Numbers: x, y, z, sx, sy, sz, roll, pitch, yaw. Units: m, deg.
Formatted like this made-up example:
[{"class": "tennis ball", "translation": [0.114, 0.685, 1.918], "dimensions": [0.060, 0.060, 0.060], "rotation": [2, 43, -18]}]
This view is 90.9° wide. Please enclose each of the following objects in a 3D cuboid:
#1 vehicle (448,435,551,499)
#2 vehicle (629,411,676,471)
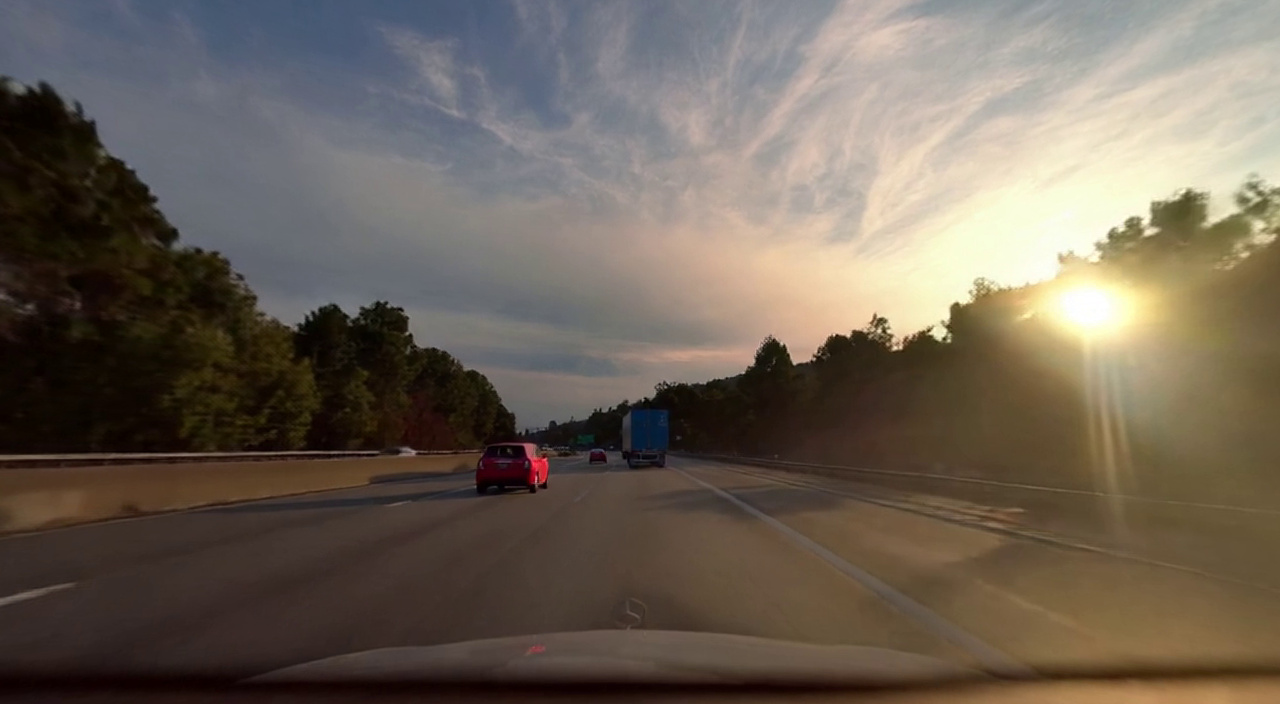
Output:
[{"class": "vehicle", "translation": [-3.853, 3.234, 18.044], "dimensions": [1.977, 1.602, 3.944], "rotation": [0, -9, 1]}, {"class": "vehicle", "translation": [0.680, 6.197, 43.425], "dimensions": [2.893, 3.628, 9.081], "rotation": [0, -9, -1]}]
